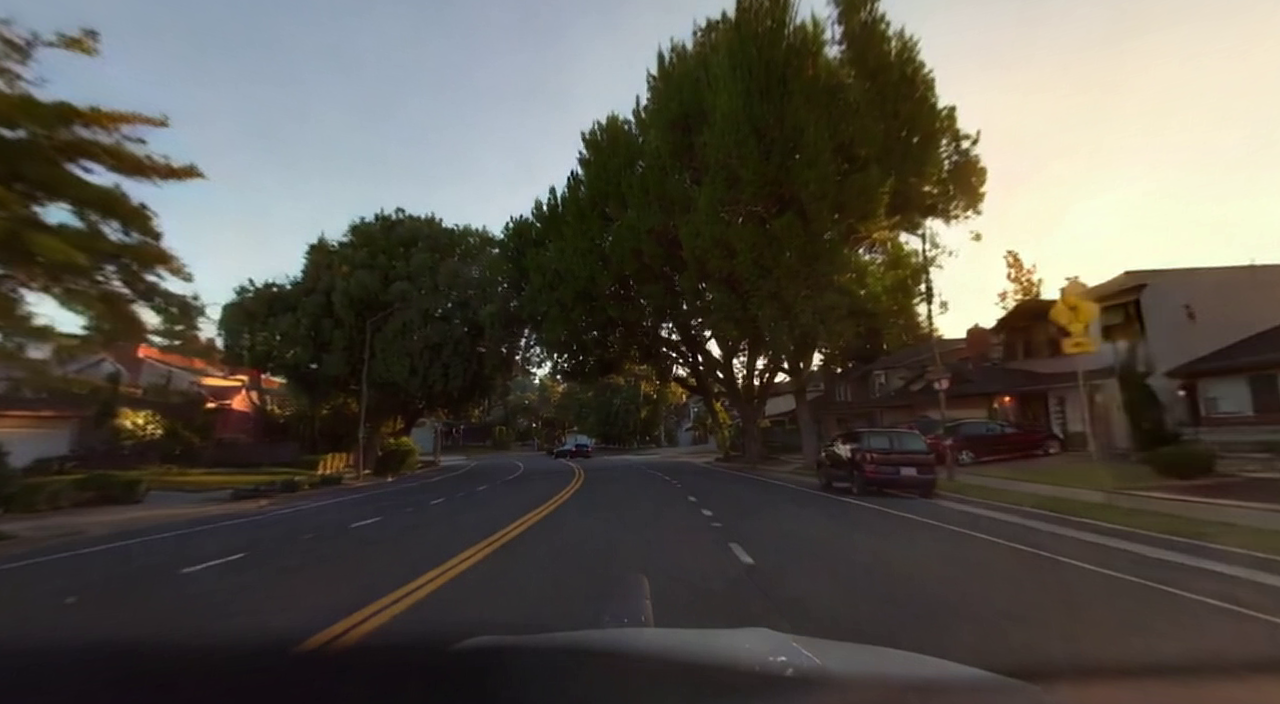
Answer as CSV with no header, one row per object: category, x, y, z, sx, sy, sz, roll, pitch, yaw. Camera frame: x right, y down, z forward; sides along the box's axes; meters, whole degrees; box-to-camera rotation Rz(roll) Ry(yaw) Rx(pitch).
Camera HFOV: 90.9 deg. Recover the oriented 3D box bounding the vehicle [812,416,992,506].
vehicle,6.684,2.885,17.194,2.348,1.986,6.289,0,-8,2
